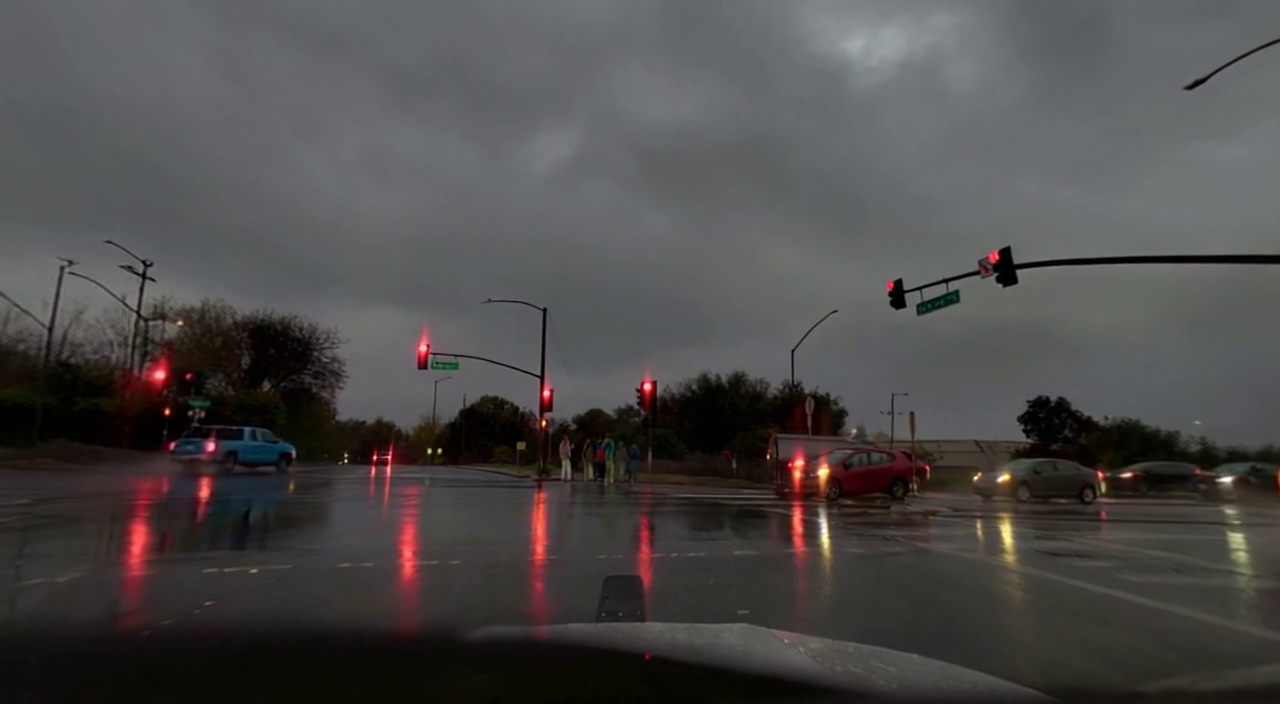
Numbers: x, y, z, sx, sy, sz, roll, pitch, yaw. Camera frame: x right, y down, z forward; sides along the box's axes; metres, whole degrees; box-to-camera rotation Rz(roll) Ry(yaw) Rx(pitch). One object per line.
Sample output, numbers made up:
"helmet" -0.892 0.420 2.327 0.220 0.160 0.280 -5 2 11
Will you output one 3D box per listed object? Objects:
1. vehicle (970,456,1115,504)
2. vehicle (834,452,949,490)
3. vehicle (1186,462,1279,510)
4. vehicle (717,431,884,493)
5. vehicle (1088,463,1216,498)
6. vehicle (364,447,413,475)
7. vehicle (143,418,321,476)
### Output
"vehicle" 15.688 4.969 24.692 4.356 1.498 1.957 -2 -8 -5
"vehicle" 11.565 5.482 29.111 4.537 1.608 1.827 1 -9 -7
"vehicle" 25.063 5.394 25.477 4.322 1.522 1.795 -3 -10 -7
"vehicle" 5.853 4.047 23.235 5.535 1.896 2.170 4 -9 -8
"vehicle" 24.817 6.224 30.595 4.793 1.533 1.874 1 -9 -6
"vehicle" -14.984 6.478 37.703 1.964 1.525 4.750 2 -9 -13
"vehicle" -15.860 3.768 25.000 2.243 2.011 5.631 -3 -9 18
